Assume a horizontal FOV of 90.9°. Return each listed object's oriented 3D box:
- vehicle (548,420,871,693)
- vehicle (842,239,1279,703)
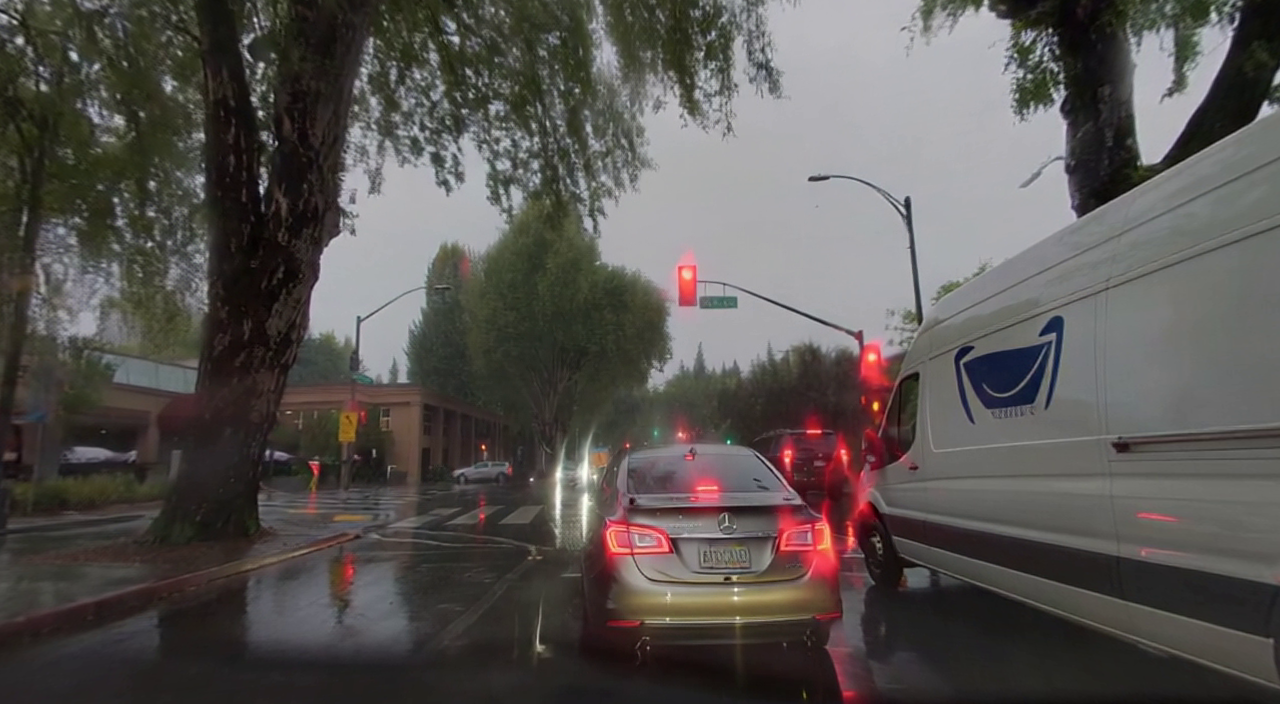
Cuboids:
[{"bbox_3d":[0.388,1.587,5.734,1.961,1.629,3.610,1,-11,-1],"label":"vehicle"},{"bbox_3d":[2.849,0.886,2.891,2.054,1.965,5.248,1,-11,0],"label":"vehicle"}]
